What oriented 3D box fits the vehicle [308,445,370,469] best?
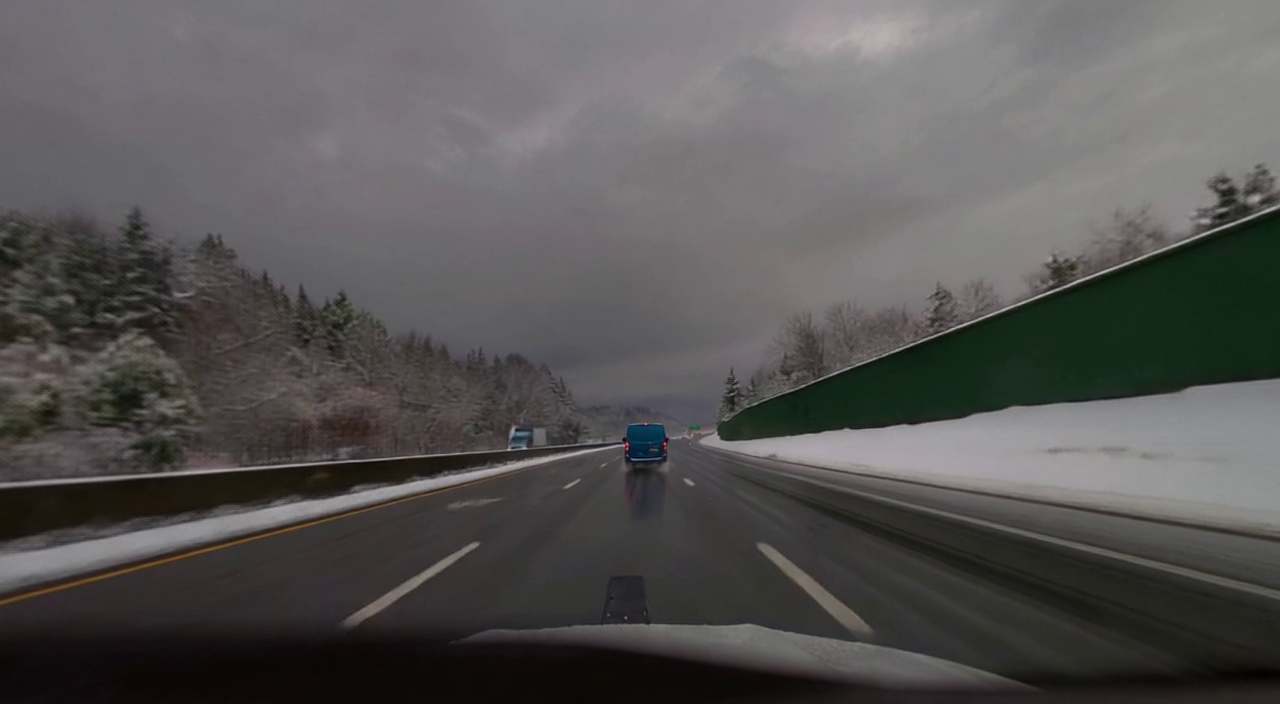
[{"bbox_3d":[-20.833,7.252,43.736,1.866,1.534,4.784,0,-8,1],"label":"vehicle"}]

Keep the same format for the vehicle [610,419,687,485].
[{"bbox_3d":[0.242,3.318,21.066,2.283,1.956,4.421,0,-8,0],"label":"vehicle"}]
